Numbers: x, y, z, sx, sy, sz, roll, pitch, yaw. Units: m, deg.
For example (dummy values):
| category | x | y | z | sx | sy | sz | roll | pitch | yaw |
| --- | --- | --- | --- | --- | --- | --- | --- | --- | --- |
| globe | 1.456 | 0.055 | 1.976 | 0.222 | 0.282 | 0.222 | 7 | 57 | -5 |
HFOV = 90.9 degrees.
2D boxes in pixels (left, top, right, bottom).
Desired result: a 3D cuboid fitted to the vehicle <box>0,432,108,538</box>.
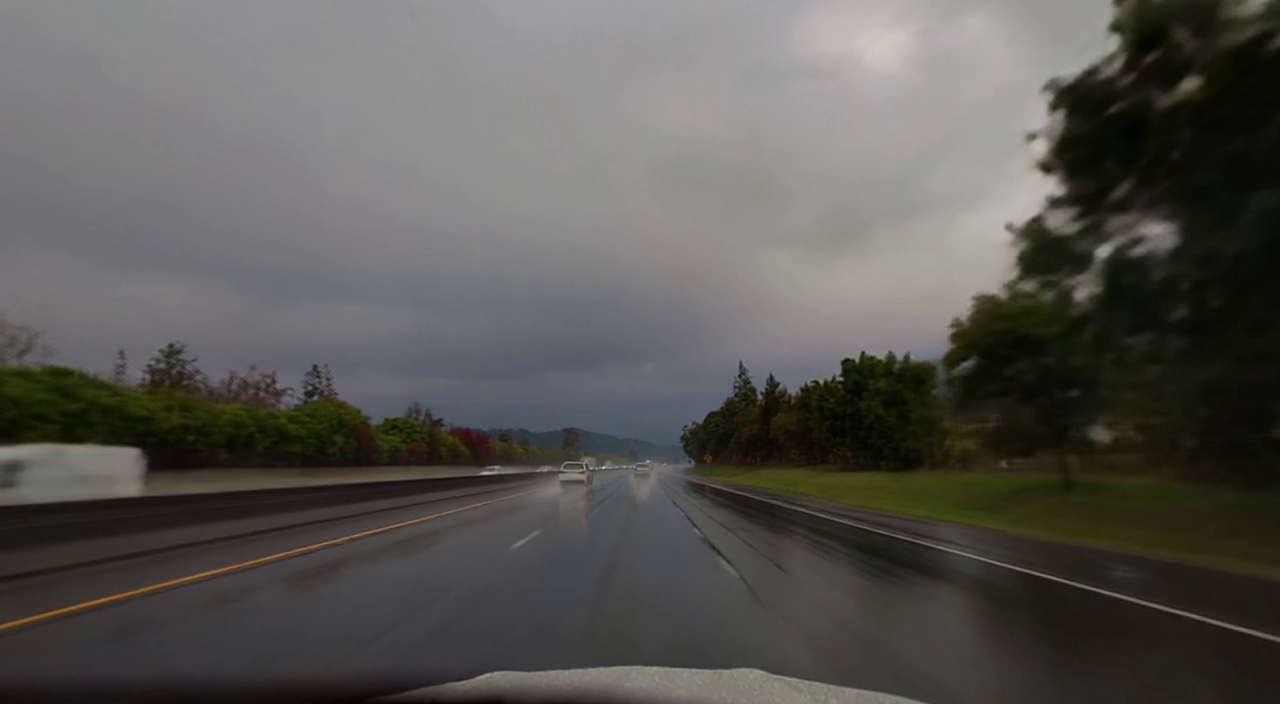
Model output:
| category | x | y | z | sx | sy | sz | roll | pitch | yaw |
| --- | --- | --- | --- | --- | --- | --- | --- | --- | --- |
| vehicle | -12.797 | 2.379 | 11.302 | 2.301 | 1.905 | 4.663 | 1 | -10 | 0 |

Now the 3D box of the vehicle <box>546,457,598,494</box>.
| category | x | y | z | sx | sy | sz | roll | pitch | yaw |
| --- | --- | --- | --- | --- | --- | --- | --- | --- | --- |
| vehicle | -3.622 | 6.746 | 34.524 | 2.233 | 1.791 | 4.981 | 1 | -10 | 1 |
